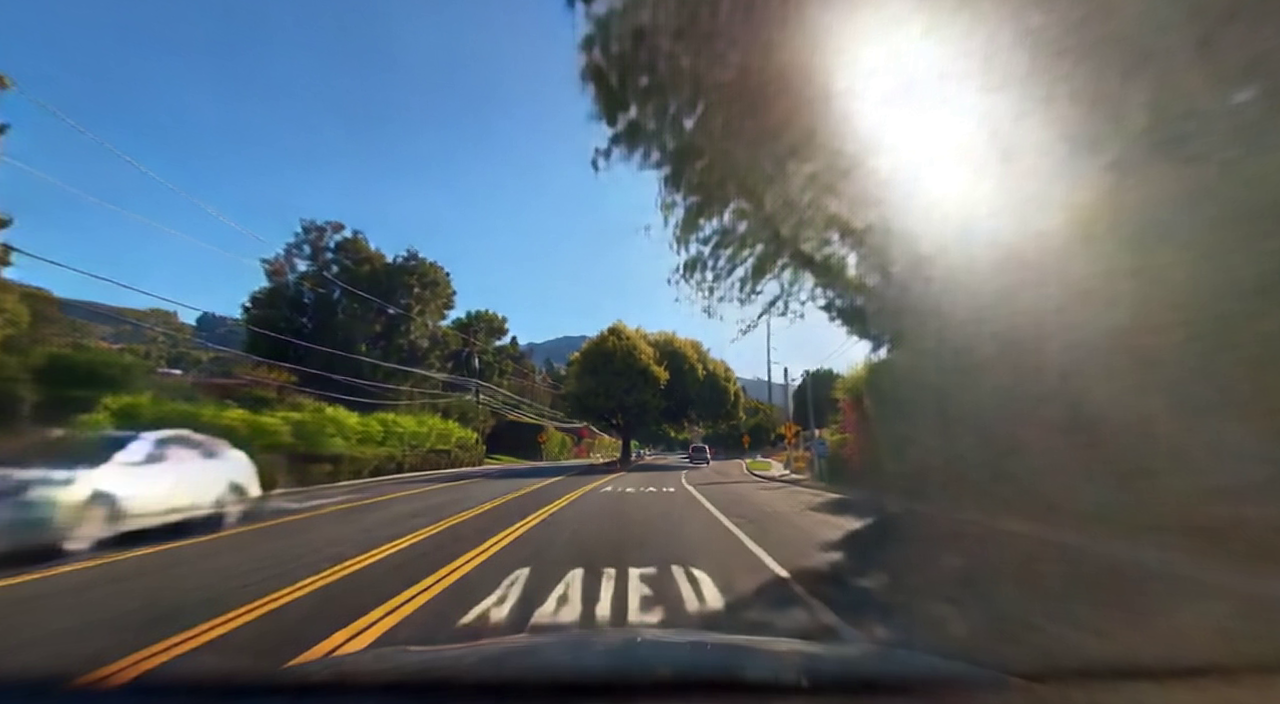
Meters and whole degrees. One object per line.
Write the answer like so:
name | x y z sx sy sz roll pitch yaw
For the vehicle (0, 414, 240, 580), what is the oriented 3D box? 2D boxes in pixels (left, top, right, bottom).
vehicle | -7.657 1.765 8.324 2.056 1.677 4.282 0 -9 -2
